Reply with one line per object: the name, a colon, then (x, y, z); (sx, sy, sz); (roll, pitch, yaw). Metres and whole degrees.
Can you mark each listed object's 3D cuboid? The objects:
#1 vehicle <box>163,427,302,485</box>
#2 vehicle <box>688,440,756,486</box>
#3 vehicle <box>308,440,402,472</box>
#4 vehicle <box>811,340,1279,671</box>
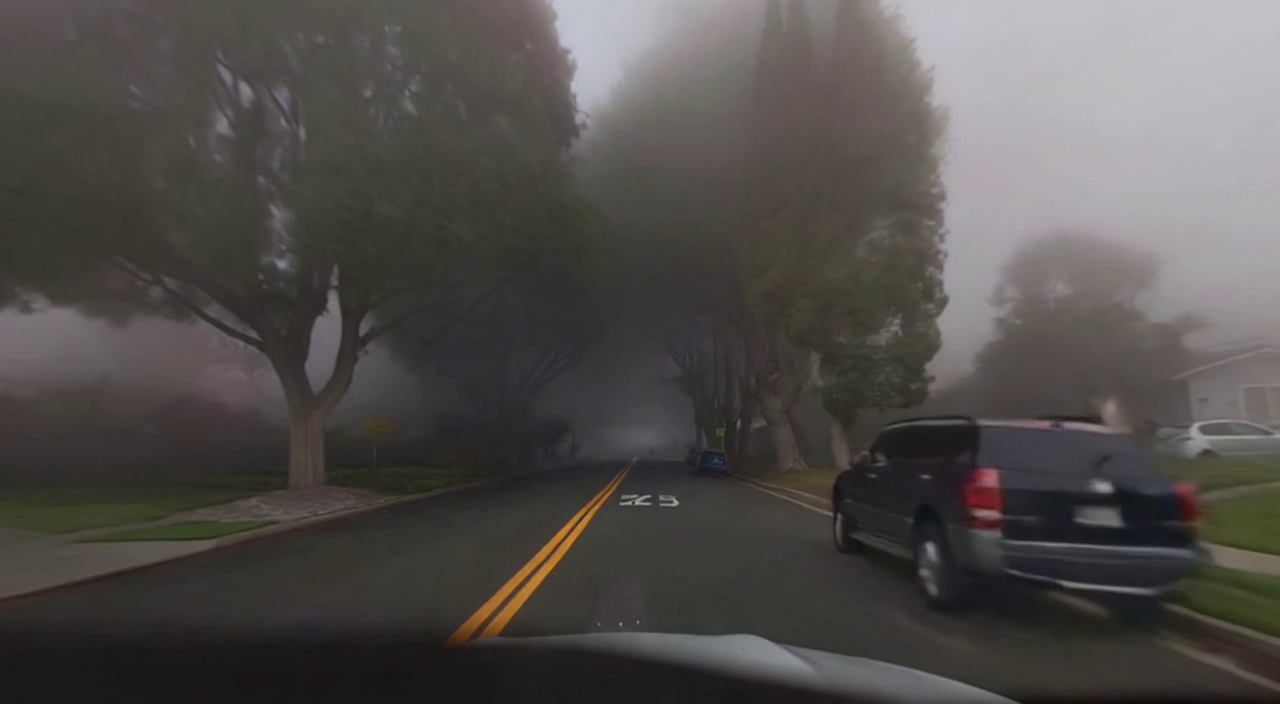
vehicle: (-14.469, 3.710, 22.827); (1.933, 1.837, 4.670); (-2, -8, -1)
vehicle: (3.077, 4.263, 24.732); (1.988, 1.618, 4.567); (0, -8, -1)
vehicle: (-16.227, 5.936, 36.139); (4.331, 1.738, 2.067); (0, -9, 1)
vehicle: (3.082, 1.098, 5.526); (2.007, 1.702, 4.430); (0, -8, 1)
